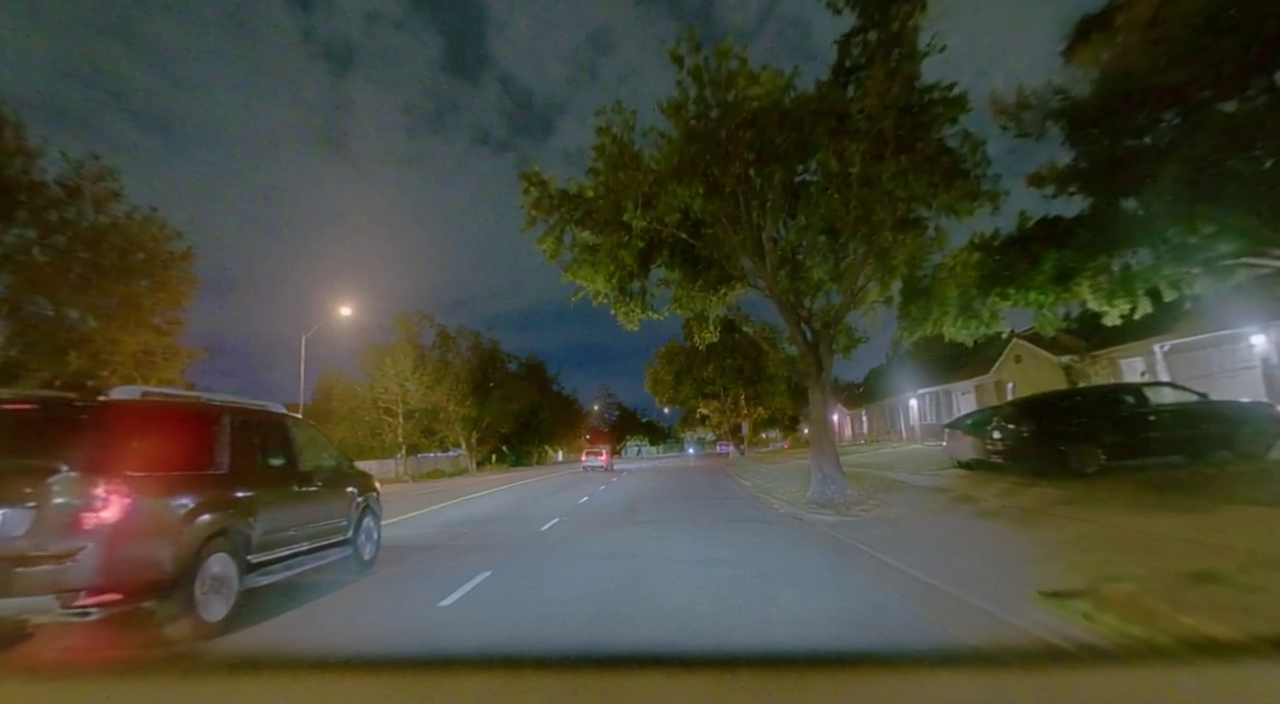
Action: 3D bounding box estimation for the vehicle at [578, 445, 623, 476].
[{"bbox_3d":[-2.273,6.378,37.273,2.001,1.664,4.174,-2,-9,6],"label":"vehicle"}]

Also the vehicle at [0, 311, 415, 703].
[{"bbox_3d":[-4.022,1.236,5.694,2.085,2.084,5.133,-1,-9,0],"label":"vehicle"}]

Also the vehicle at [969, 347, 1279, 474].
[{"bbox_3d":[9.012,1.123,11.043,5.492,1.923,2.103,-5,-10,23],"label":"vehicle"}]
